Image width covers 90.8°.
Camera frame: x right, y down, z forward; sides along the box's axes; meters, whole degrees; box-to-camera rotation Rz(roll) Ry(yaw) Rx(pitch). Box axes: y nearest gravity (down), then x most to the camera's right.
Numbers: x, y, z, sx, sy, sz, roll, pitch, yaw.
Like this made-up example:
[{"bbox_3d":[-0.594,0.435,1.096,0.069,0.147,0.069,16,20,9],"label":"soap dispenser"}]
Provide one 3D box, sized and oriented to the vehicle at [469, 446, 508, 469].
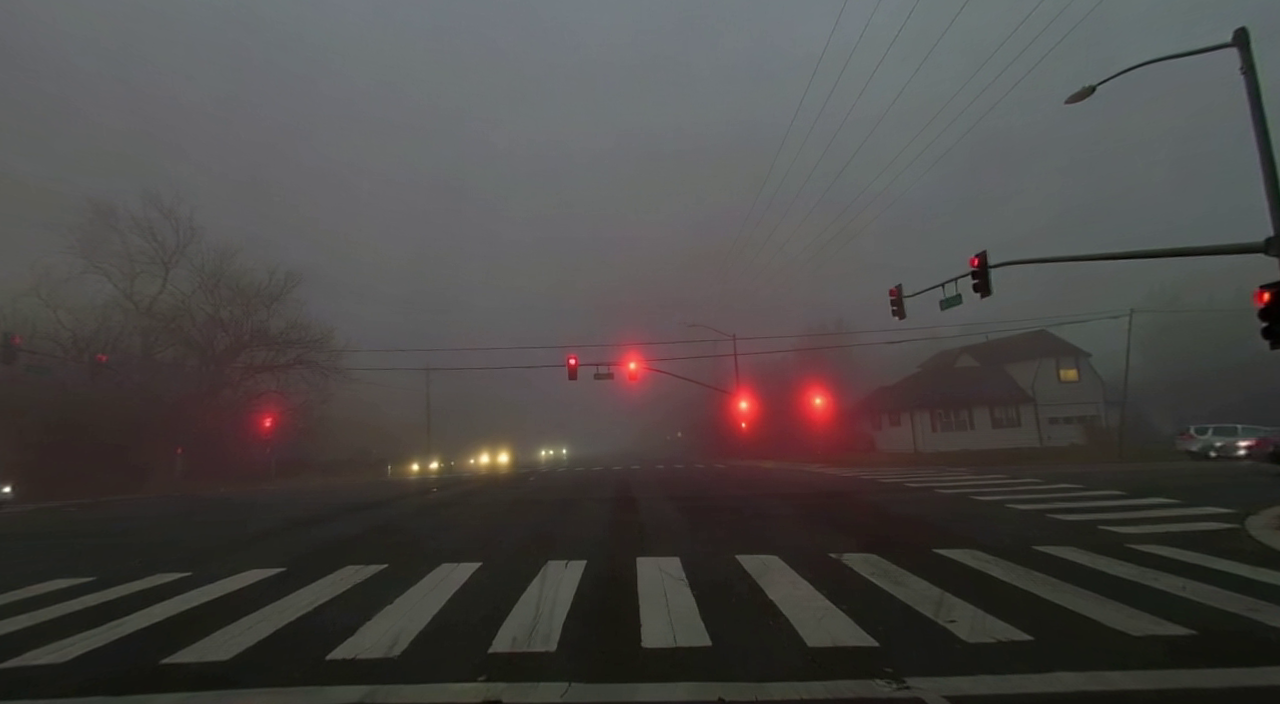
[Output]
[{"bbox_3d":[-10.712,7.458,44.751,1.881,1.509,3.377,0,-9,1],"label":"vehicle"}]
